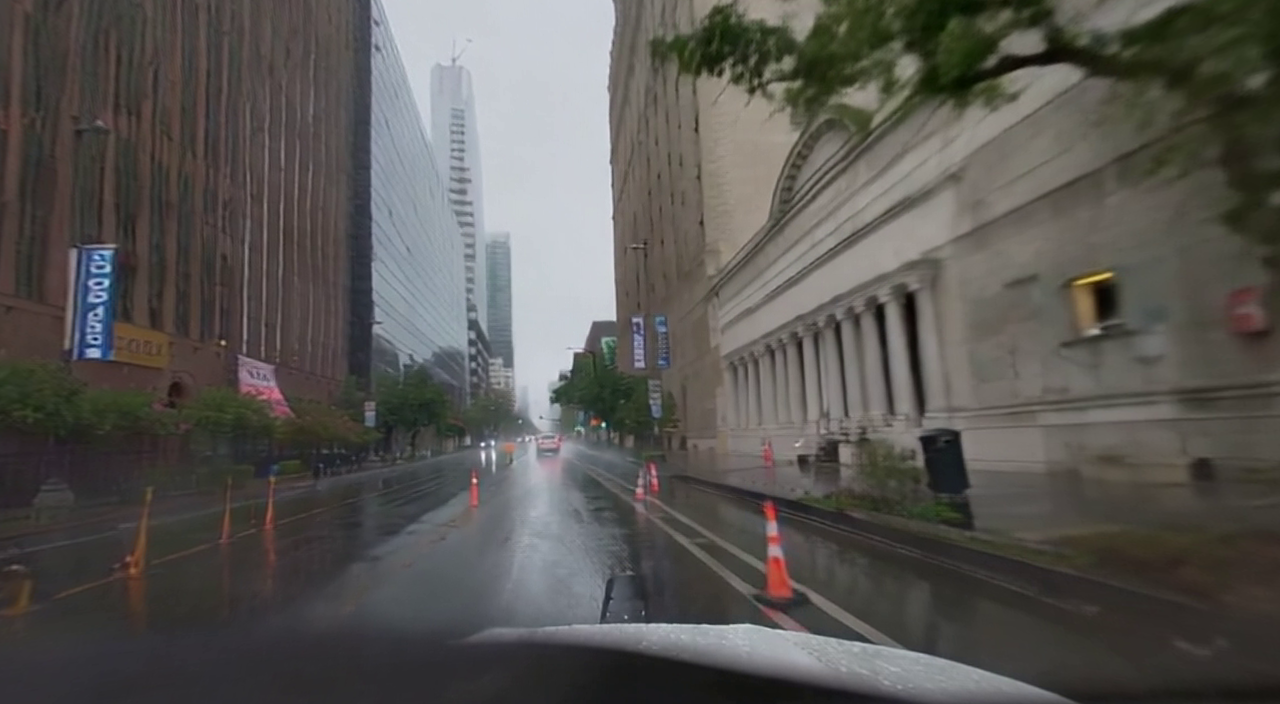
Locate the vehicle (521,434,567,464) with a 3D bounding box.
[{"bbox_3d":[-5.123,5.145,33.620,2.216,1.492,4.725,2,-8,-9],"label":"vehicle"}]
